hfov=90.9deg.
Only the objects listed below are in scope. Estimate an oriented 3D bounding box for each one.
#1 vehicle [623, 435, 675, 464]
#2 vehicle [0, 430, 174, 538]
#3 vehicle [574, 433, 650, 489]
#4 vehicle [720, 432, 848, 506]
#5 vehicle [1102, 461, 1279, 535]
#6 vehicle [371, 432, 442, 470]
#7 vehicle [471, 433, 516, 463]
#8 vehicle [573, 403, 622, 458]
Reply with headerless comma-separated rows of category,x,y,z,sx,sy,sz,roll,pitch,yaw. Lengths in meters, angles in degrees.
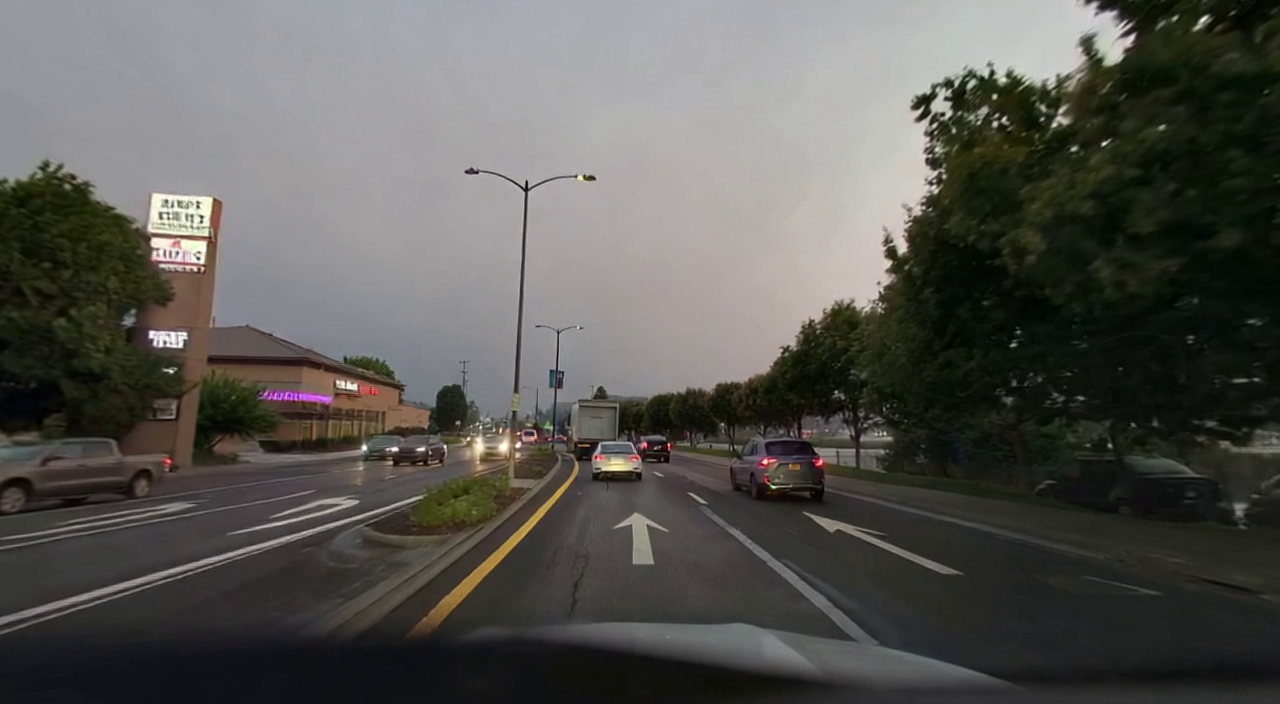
vehicle,0.439,5.262,34.217,2.056,1.472,3.870,2,-8,-11
vehicle,-9.875,2.034,10.199,1.797,1.503,3.784,0,-8,-1
vehicle,-0.838,3.124,18.417,1.991,1.472,3.518,1,-8,-3
vehicle,3.196,2.654,14.841,1.889,1.480,3.876,1,-8,-4
vehicle,12.956,3.173,13.939,3.843,1.402,1.926,-1,-8,6
vehicle,-11.075,4.703,30.222,2.091,1.642,4.299,1,-8,-5
vehicle,-8.471,5.552,36.721,1.966,1.616,4.038,1,-8,-6
vehicle,-3.103,5.565,44.317,2.917,3.482,6.946,1,-8,-7
